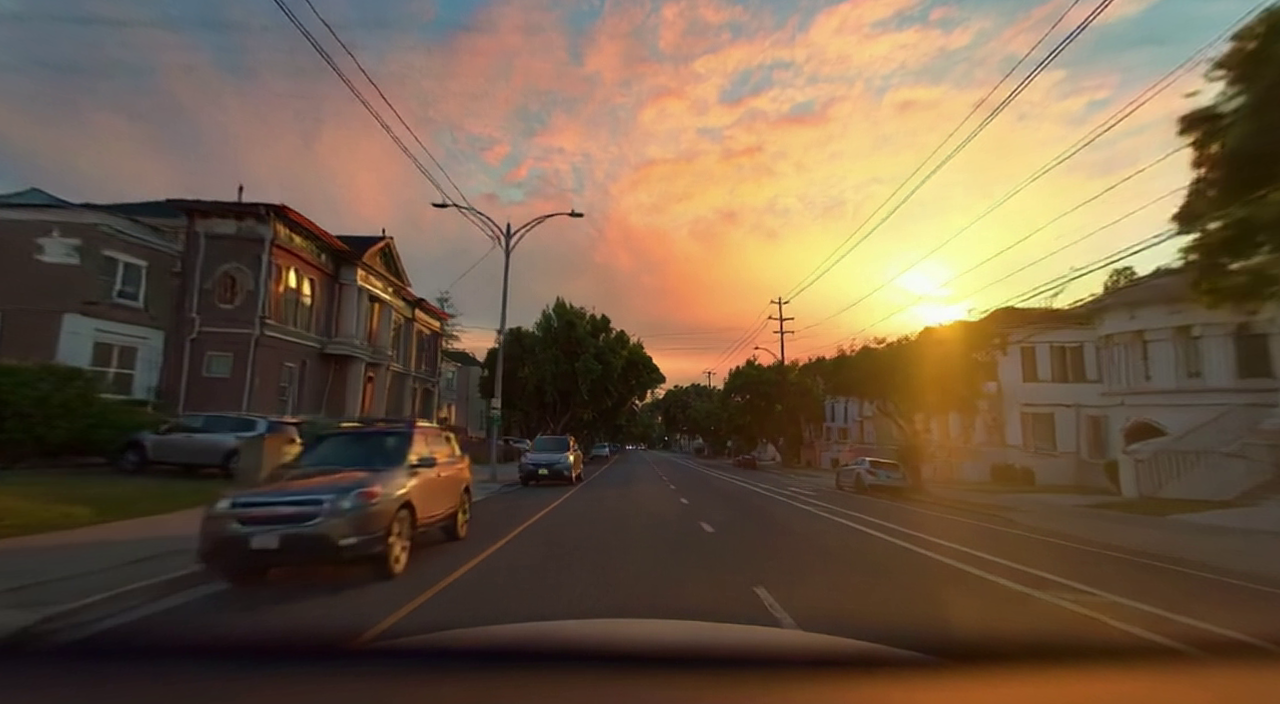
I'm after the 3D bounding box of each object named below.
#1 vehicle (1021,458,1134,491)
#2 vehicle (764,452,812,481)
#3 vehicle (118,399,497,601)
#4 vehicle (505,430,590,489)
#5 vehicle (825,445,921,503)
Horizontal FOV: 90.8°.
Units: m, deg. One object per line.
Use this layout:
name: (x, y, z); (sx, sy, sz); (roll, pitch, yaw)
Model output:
vehicle: (22.257, 6.223, 32.247); (4.172, 1.630, 2.112); (0, -9, -2)
vehicle: (9.701, 7.514, 41.712); (1.977, 1.495, 4.800); (8, -9, 2)
vehicle: (-3.460, 1.674, 8.047); (2.127, 1.737, 4.961); (0, -9, 0)
vehicle: (-3.288, 4.002, 23.786); (2.290, 1.924, 5.536); (0, -9, 1)
vehicle: (9.621, 5.034, 26.555); (2.156, 1.882, 4.790); (8, -9, 1)
